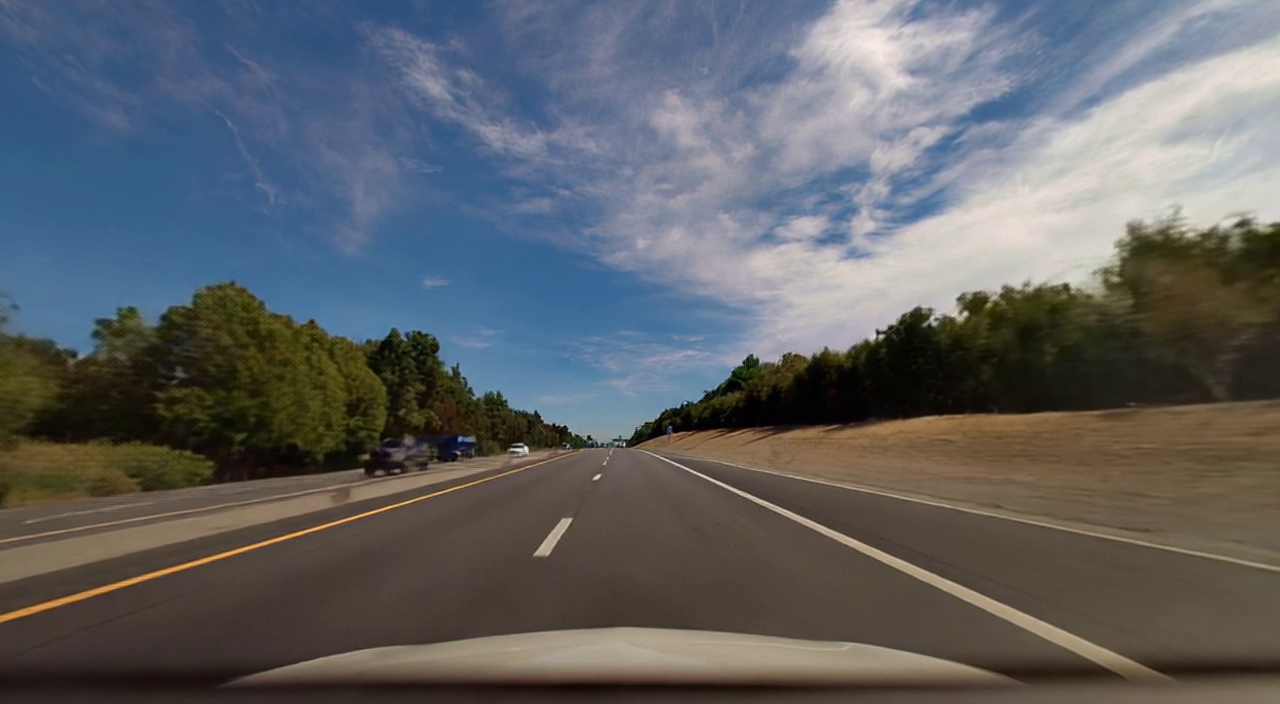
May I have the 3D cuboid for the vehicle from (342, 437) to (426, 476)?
[{"bbox_3d":[-12.512,5.130,31.167,2.079,1.724,5.079,0,-8,-1],"label":"vehicle"}]
